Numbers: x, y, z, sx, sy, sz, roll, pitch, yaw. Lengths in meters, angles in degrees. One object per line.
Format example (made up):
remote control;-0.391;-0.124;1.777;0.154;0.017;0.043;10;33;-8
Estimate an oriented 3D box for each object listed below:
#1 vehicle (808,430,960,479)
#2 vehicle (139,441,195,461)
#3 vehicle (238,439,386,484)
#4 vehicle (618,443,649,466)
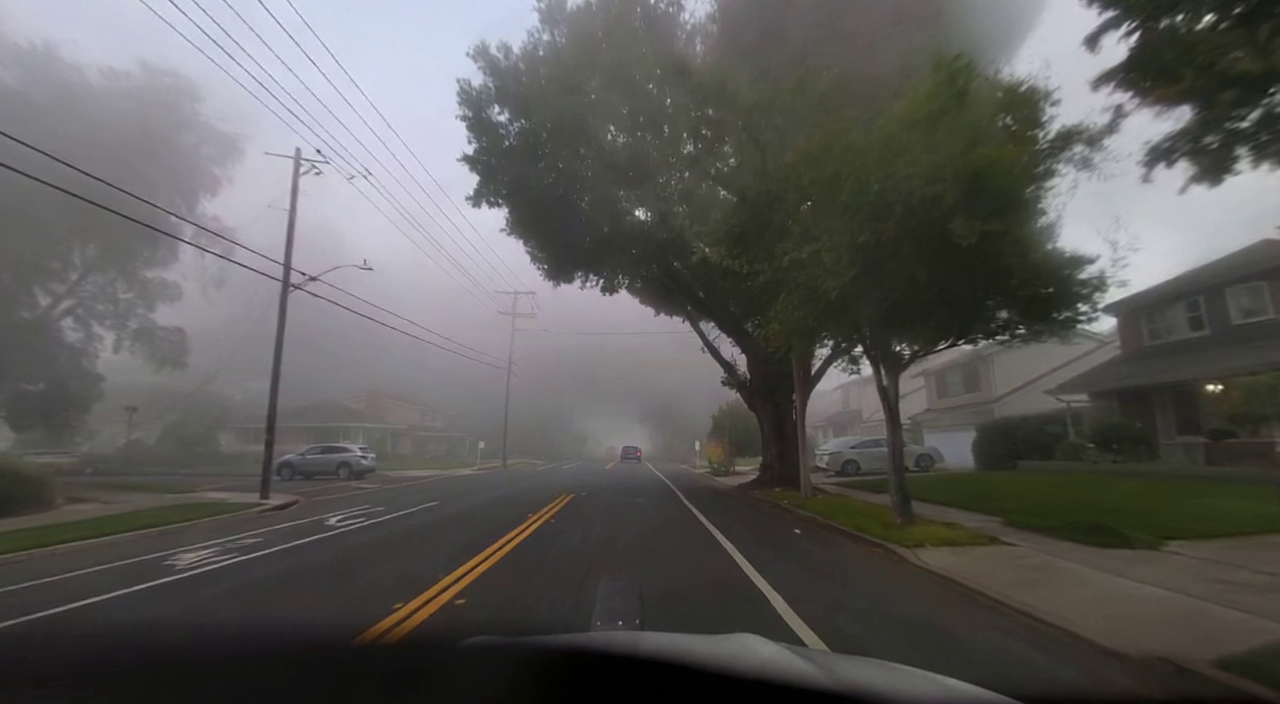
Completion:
vehicle;8.993;3.840;23.750;4.953;1.704;1.952;-1;-9;10
vehicle;-35.079;7.359;46.931;1.533;1.417;3.342;0;-9;1
vehicle;-14.383;4.826;27.954;5.217;1.866;2.342;0;-9;1
vehicle;-0.487;7.985;49.445;2.303;1.747;4.679;0;-8;0
